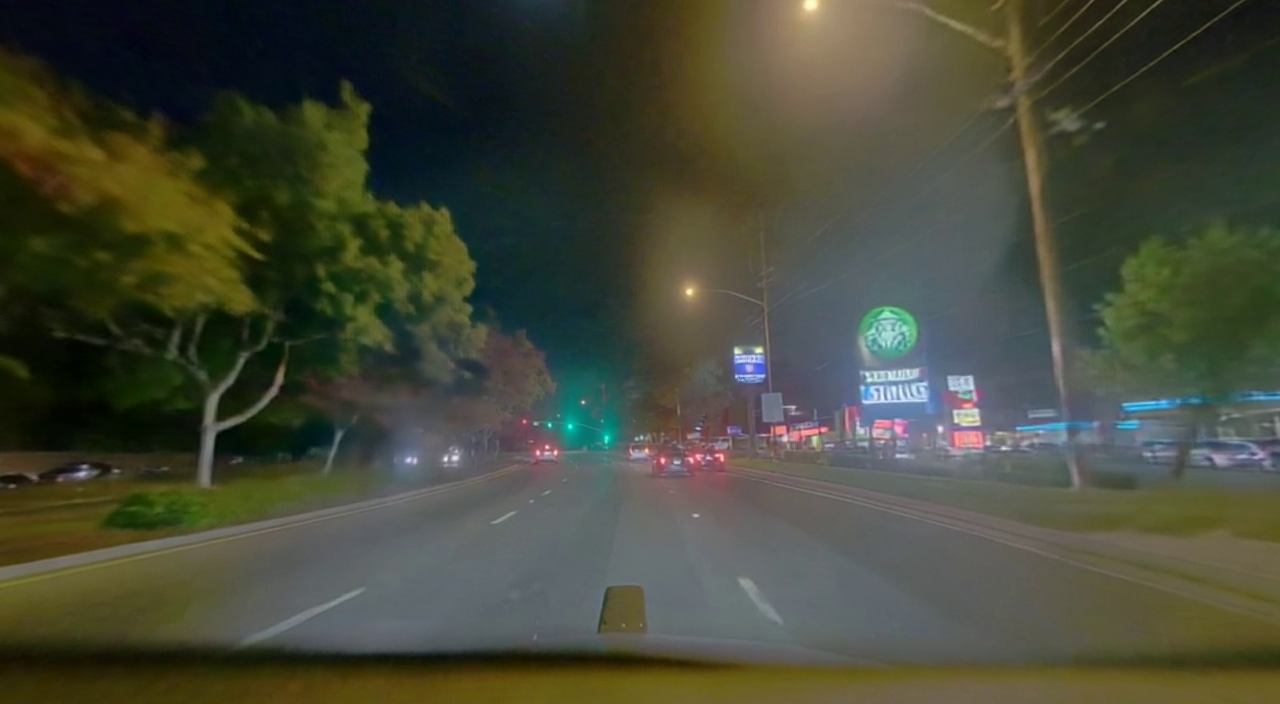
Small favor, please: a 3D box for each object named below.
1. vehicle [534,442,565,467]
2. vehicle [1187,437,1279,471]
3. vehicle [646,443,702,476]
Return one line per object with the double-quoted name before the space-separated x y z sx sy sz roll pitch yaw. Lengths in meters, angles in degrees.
"vehicle" -6.877 7.830 48.313 2.195 1.752 4.515 1 -9 -6
"vehicle" 32.503 5.434 33.615 4.430 1.617 2.092 -4 -10 11
"vehicle" 1.511 5.103 30.204 2.130 1.476 4.453 1 -9 -4
